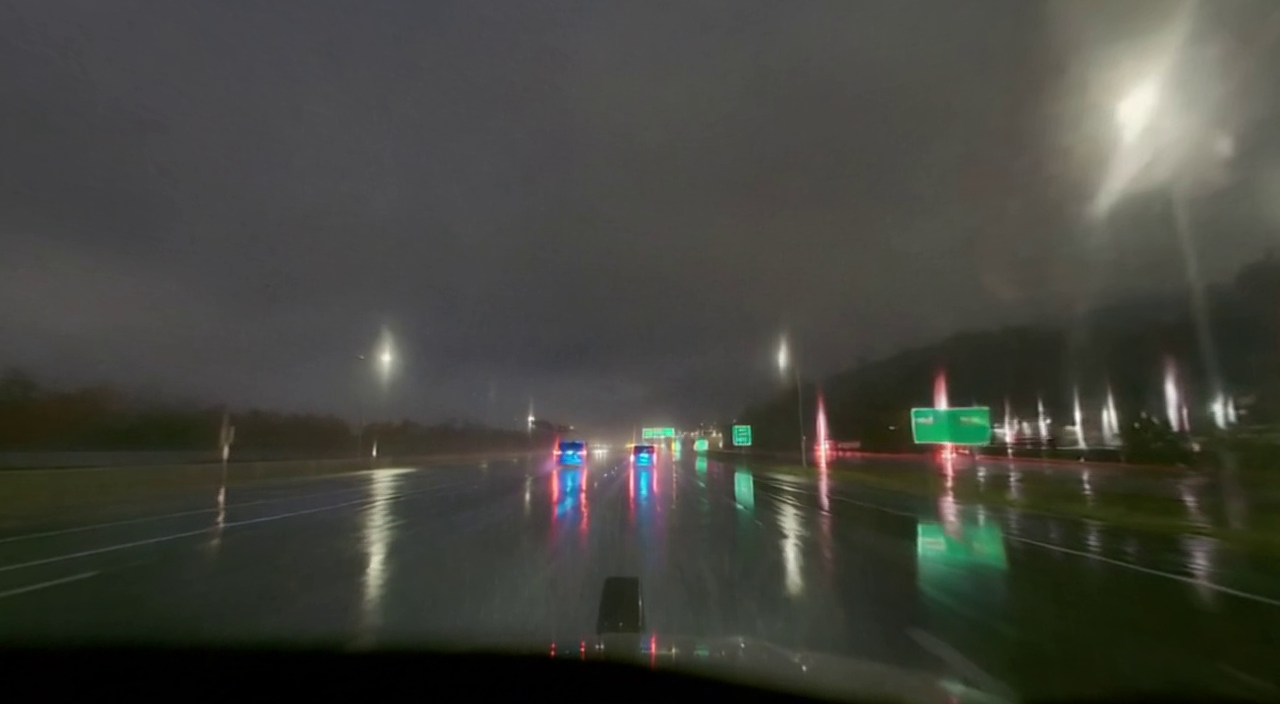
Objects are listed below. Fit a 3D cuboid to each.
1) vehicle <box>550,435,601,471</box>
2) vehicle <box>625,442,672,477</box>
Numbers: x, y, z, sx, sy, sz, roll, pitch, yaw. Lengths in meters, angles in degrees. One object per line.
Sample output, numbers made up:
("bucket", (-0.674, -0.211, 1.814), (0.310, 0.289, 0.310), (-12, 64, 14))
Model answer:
("vehicle", (-3.586, 5.767, 36.081), (2.264, 1.901, 4.647), (0, -9, 2))
("vehicle", (0.426, 5.160, 30.523), (2.086, 1.548, 4.325), (0, -9, 1))
